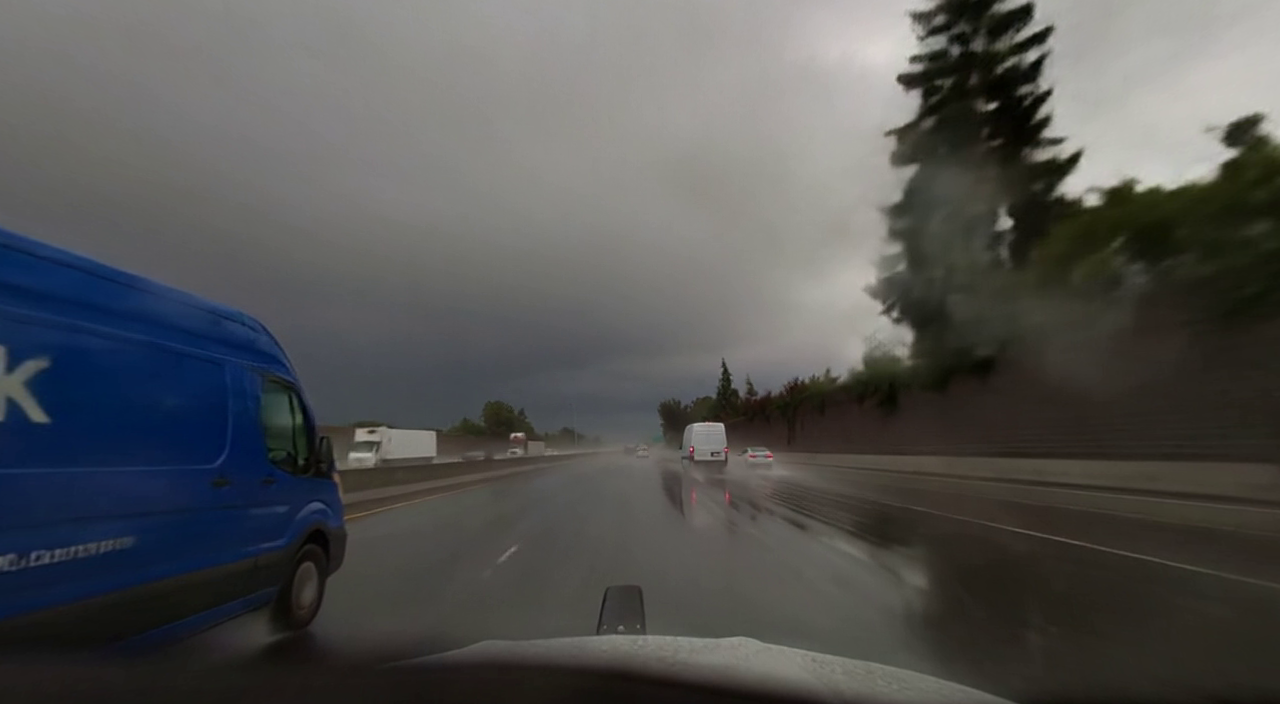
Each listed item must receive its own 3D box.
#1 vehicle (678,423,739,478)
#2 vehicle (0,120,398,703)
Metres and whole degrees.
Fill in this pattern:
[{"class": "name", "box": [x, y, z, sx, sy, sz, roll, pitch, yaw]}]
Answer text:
[{"class": "vehicle", "box": [3.427, 5.108, 32.829, 2.373, 2.561, 5.922, 0, -9, -1]}, {"class": "vehicle", "box": [-3.573, 0.501, 2.860, 2.409, 2.523, 6.275, 0, -9, 0]}]
